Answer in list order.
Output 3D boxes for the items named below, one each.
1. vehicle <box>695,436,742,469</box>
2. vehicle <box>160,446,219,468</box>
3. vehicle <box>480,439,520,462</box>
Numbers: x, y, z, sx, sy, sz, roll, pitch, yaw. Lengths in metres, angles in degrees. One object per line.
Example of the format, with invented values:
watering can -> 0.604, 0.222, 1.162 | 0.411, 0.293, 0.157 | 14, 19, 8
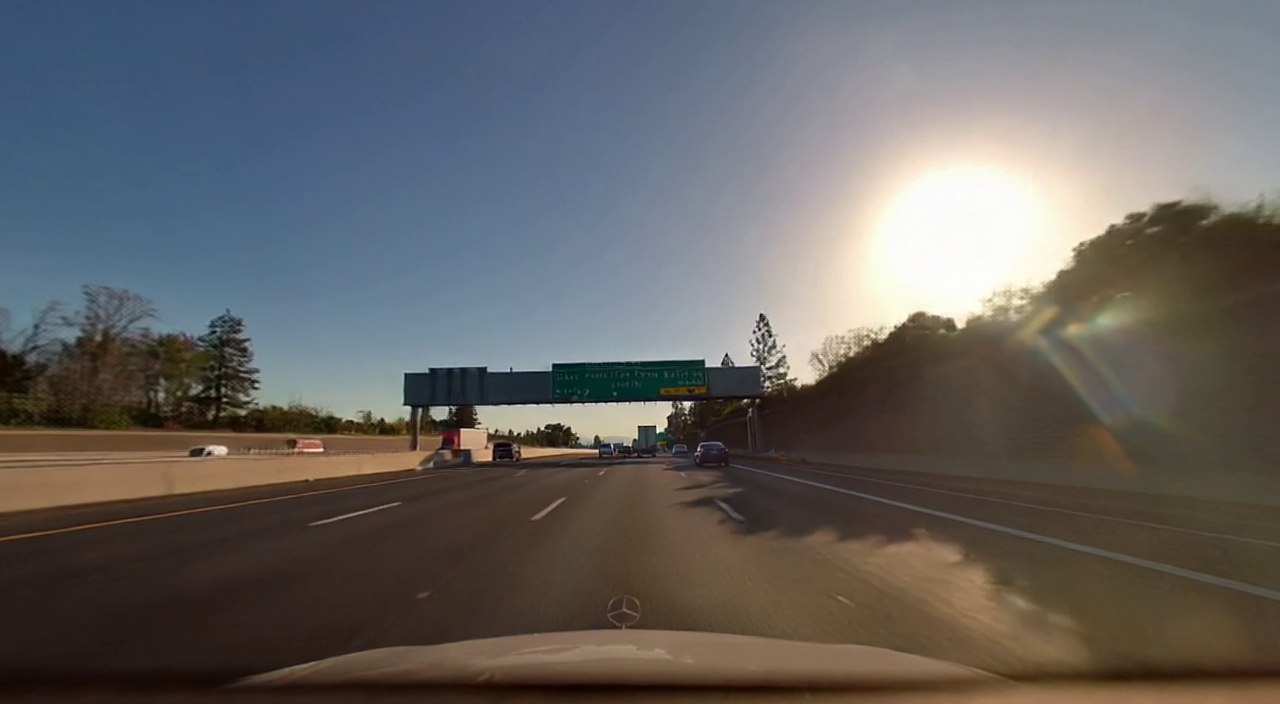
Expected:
vehicle -> 4.170, 5.430, 34.020 | 2.046, 1.655, 4.143 | 0, -8, 0
vehicle -> -32.227, 7.490, 44.987 | 1.566, 1.426, 3.563 | -2, -8, 1
vehicle -> -10.791, 7.650, 48.773 | 1.998, 1.712, 4.671 | 0, -8, 0
